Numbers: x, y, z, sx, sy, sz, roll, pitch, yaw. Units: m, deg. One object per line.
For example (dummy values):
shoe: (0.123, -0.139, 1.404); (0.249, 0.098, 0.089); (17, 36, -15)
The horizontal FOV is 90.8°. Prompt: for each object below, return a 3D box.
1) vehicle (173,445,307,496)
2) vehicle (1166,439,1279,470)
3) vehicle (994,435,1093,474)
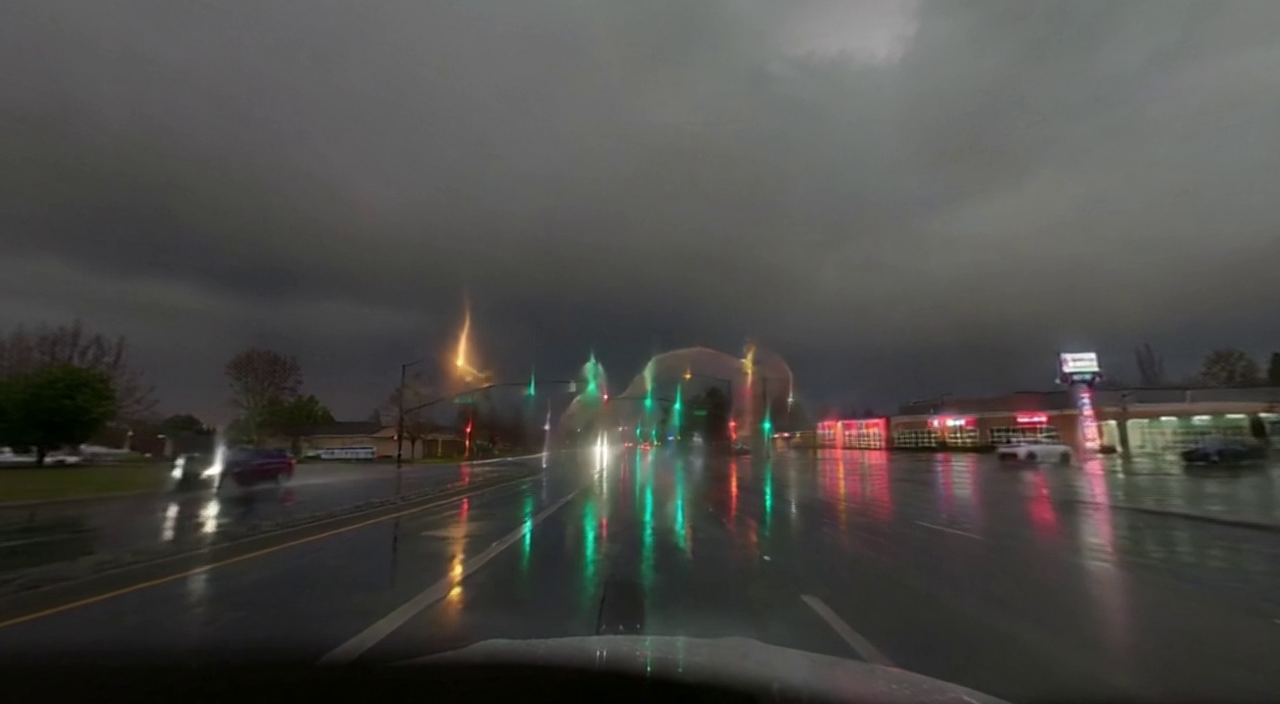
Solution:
vehicle: (-15.658, 4.632, 25.134); (2.102, 1.800, 4.849); (0, -9, 1)
vehicle: (32.551, 5.713, 35.358); (4.335, 1.675, 1.885); (0, -9, 2)
vehicle: (19.518, 4.930, 30.518); (4.717, 1.714, 1.985); (5, -10, -31)
